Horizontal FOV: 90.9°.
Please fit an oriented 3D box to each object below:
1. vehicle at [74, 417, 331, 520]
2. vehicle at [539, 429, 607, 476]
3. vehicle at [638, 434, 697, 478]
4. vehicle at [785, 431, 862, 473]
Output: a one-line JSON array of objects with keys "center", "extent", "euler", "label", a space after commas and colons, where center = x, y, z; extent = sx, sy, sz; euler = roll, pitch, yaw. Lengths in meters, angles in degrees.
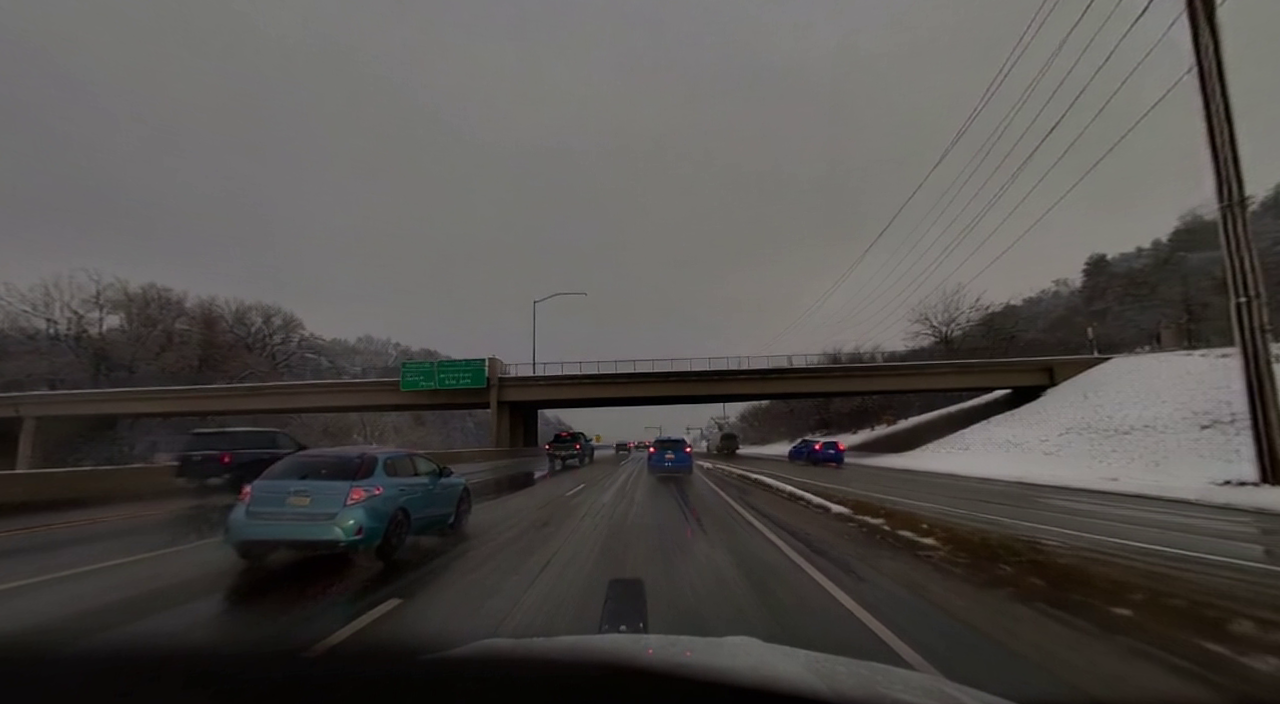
[{"center": [-8.494, 2.301, 12.958], "extent": [2.062, 1.702, 4.587], "euler": [0, -8, -2], "label": "vehicle"}, {"center": [-2.758, 4.321, 27.263], "extent": [2.228, 1.845, 4.847], "euler": [-1, -8, 2], "label": "vehicle"}, {"center": [1.056, 4.223, 25.792], "extent": [2.193, 1.651, 3.946], "euler": [0, -8, 0], "label": "vehicle"}, {"center": [9.115, 5.025, 31.837], "extent": [2.059, 1.938, 4.793], "euler": [0, -8, -5], "label": "vehicle"}]
